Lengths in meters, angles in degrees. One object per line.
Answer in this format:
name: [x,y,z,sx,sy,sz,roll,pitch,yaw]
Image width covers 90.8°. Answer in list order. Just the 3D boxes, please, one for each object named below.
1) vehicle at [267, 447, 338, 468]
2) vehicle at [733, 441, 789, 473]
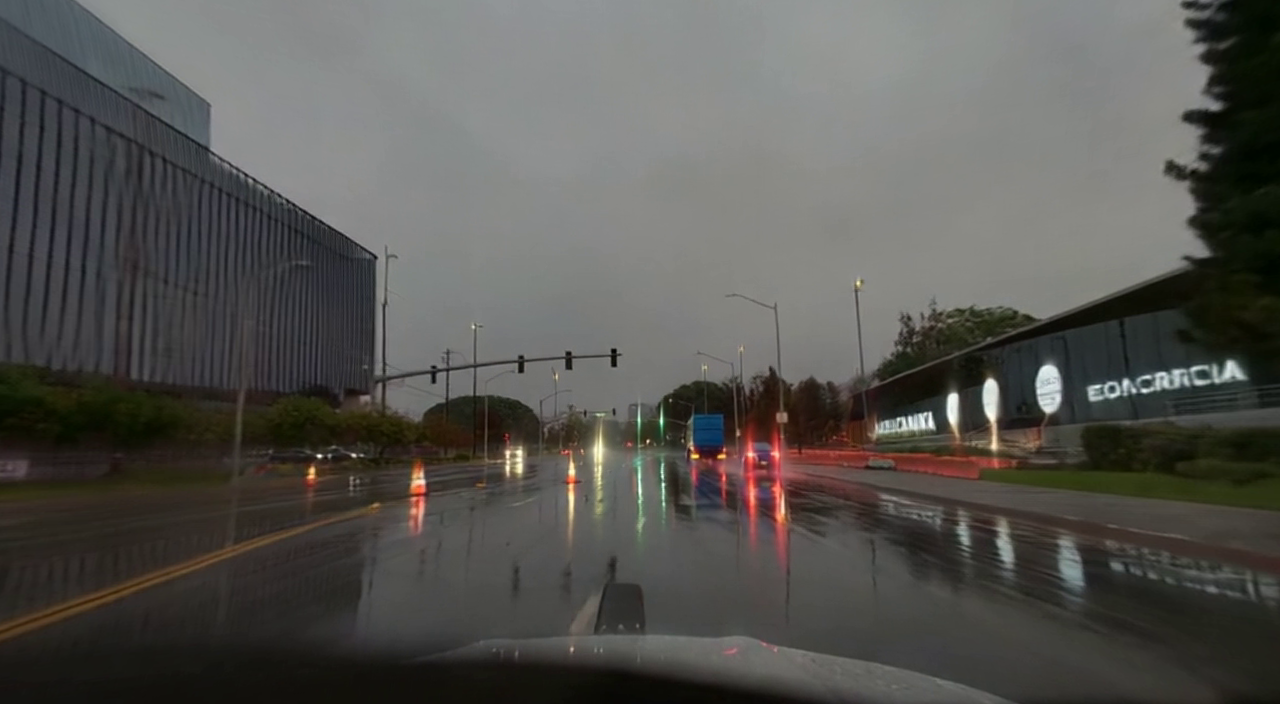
vehicle: [-25.352,7.926,47.603,4.237,1.490,1.901,0,-8,-2]
vehicle: [6.454,5.639,34.255,2.098,1.619,4.433,0,-8,-1]
